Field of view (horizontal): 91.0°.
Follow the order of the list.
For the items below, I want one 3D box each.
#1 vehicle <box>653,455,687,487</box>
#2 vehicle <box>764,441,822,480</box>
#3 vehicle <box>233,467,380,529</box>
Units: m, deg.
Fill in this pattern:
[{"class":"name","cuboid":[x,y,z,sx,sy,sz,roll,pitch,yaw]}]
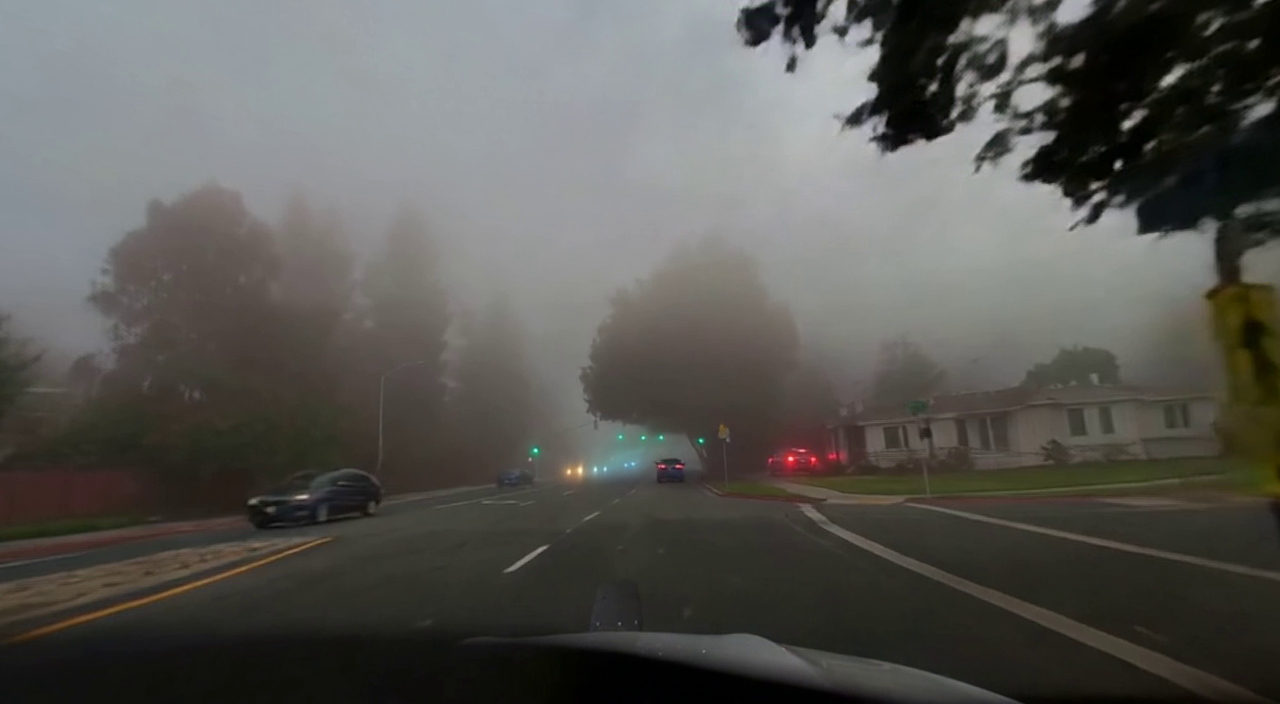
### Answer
[{"class":"vehicle","cuboid":[1.972,7.621,40.421,2.059,1.908,4.714,0,-10,4]},{"class":"vehicle","cuboid":[9.959,7.184,41.550,2.531,2.263,6.802,0,-10,4]},{"class":"vehicle","cuboid":[-10.760,4.715,20.810,2.014,1.734,4.482,0,-10,6]}]
